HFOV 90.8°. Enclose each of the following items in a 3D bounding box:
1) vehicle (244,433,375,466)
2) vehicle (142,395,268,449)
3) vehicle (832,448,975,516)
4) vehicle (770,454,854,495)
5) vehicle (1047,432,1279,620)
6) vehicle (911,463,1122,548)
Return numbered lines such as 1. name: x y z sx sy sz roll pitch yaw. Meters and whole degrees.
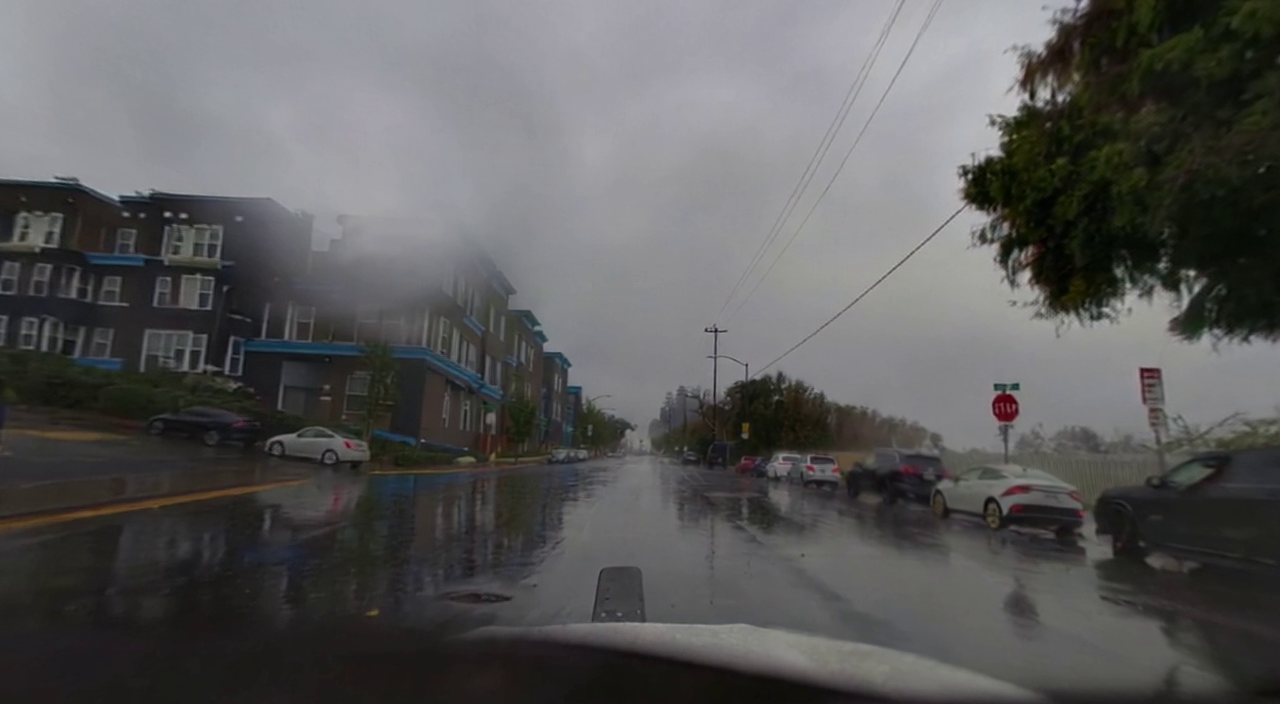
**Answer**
1. vehicle: -14.216 4.223 27.418 4.603 1.335 1.889 1 -9 -9
2. vehicle: -19.330 3.132 28.114 4.598 1.645 2.019 7 -6 18
3. vehicle: 7.497 3.711 18.620 1.917 1.704 4.840 0 -9 -3
4. vehicle: 7.253 5.177 27.211 2.122 1.554 4.777 0 -9 -2
5. vehicle: 7.301 1.830 7.041 2.181 1.792 5.066 0 -9 1
6. vehicle: 7.500 3.050 13.184 1.900 1.368 4.176 0 -9 1
